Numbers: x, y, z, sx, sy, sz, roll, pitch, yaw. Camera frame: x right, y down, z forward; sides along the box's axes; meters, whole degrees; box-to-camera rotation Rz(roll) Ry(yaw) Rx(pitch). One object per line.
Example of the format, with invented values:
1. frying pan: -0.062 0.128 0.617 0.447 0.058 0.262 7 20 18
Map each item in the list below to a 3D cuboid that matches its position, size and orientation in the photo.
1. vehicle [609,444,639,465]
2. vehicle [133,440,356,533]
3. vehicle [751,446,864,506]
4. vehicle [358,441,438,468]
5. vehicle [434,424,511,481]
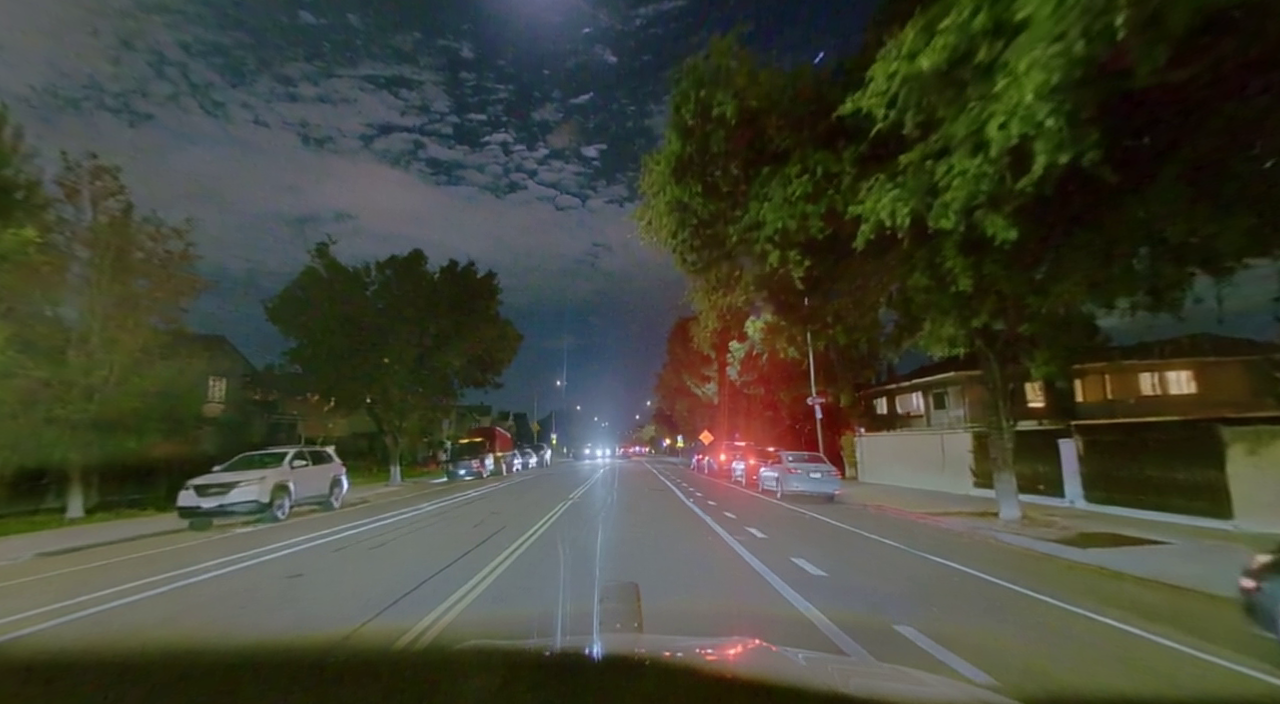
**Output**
1. vehicle: -1.134 7.517 46.331 2.151 1.481 4.084 0 -9 0
2. vehicle: -8.254 2.819 13.827 1.950 1.672 4.664 0 -9 -2
3. vehicle: 4.600 3.464 18.039 1.912 1.463 4.477 1 -9 -1
4. vehicle: -16.995 7.194 44.388 4.779 1.823 1.964 0 -9 -1
5. vehicle: -8.283 5.034 31.666 2.526 2.631 4.228 0 -9 2
